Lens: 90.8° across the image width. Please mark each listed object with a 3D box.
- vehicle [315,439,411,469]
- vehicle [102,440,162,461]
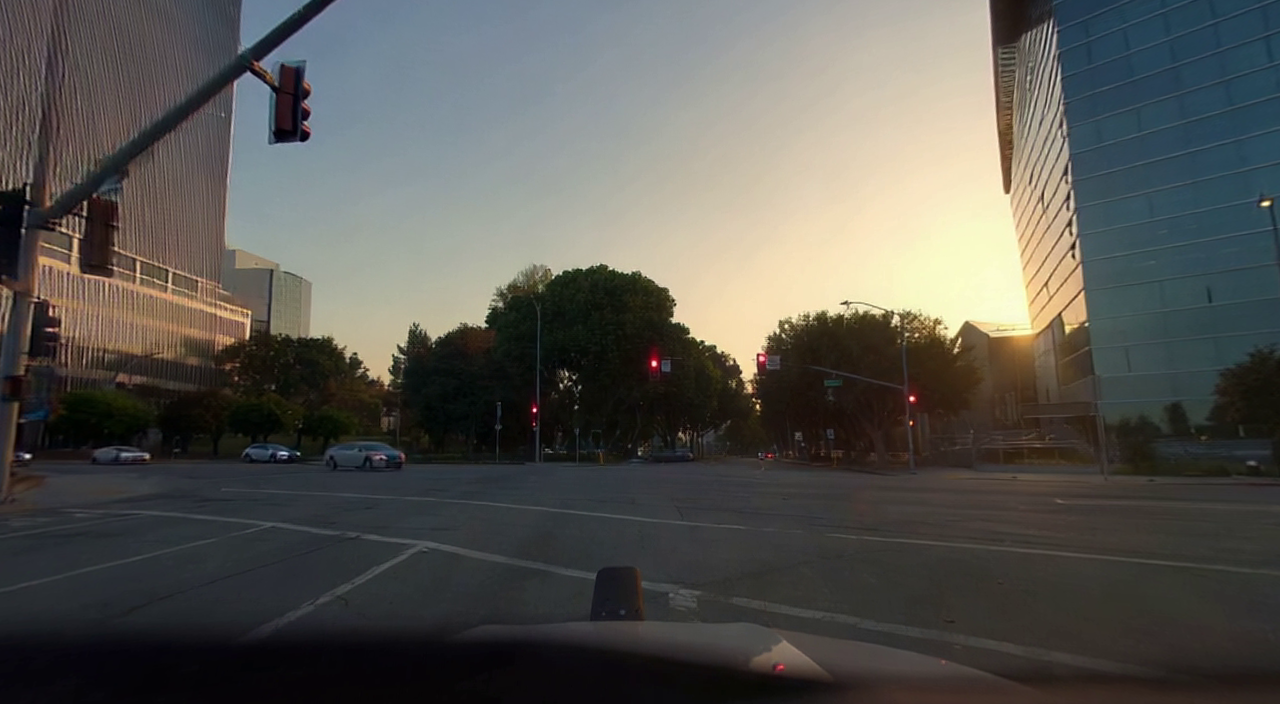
[{"bbox_3d":[-14.961,5.464,34.006,5.408,1.505,2.091,-6,-10,33],"label":"vehicle"},{"bbox_3d":[-38.674,7.491,48.077,4.380,1.455,1.869,-5,-10,28],"label":"vehicle"}]
